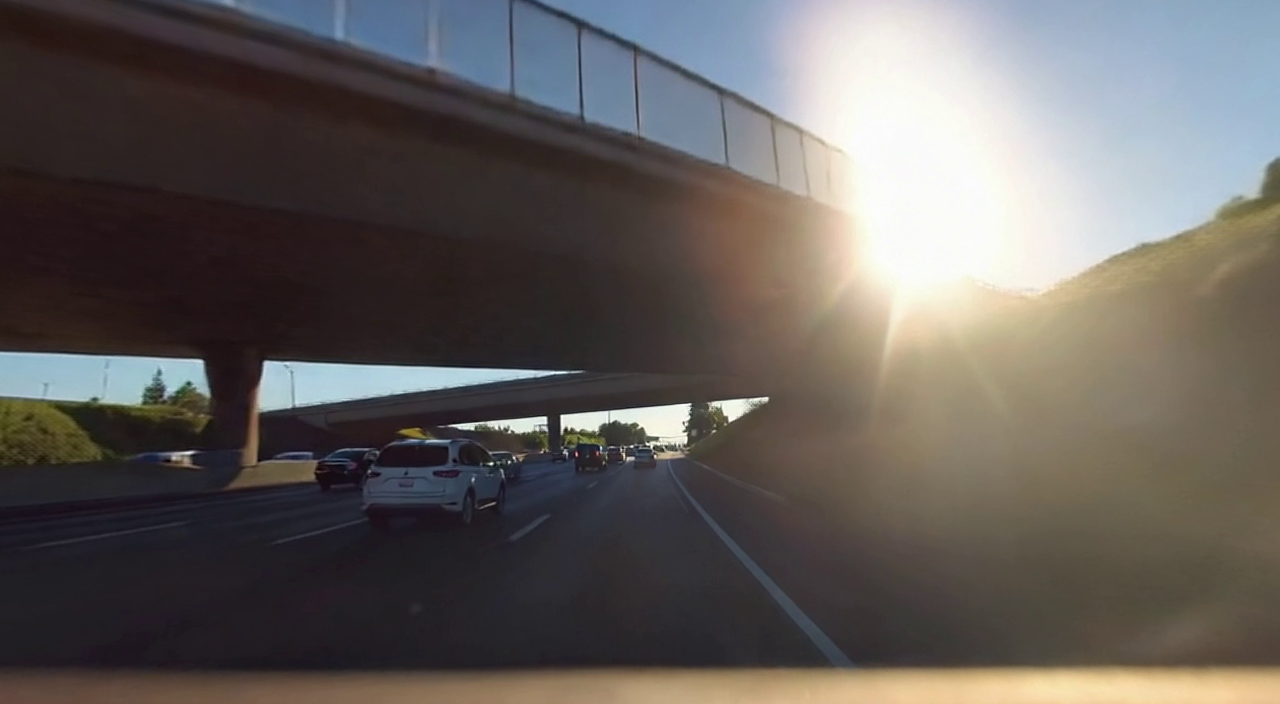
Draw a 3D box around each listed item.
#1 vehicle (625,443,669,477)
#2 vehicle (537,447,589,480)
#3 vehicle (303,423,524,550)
[{"bbox_3d":[0.327,5.614,32.969,2.160,1.678,4.178,0,-8,0],"label":"vehicle"},{"bbox_3d":[-3.794,5.574,31.759,1.997,1.490,4.471,0,-8,1],"label":"vehicle"},{"bbox_3d":[-3.612,2.221,11.128,2.161,1.759,4.482,0,-8,1],"label":"vehicle"}]
